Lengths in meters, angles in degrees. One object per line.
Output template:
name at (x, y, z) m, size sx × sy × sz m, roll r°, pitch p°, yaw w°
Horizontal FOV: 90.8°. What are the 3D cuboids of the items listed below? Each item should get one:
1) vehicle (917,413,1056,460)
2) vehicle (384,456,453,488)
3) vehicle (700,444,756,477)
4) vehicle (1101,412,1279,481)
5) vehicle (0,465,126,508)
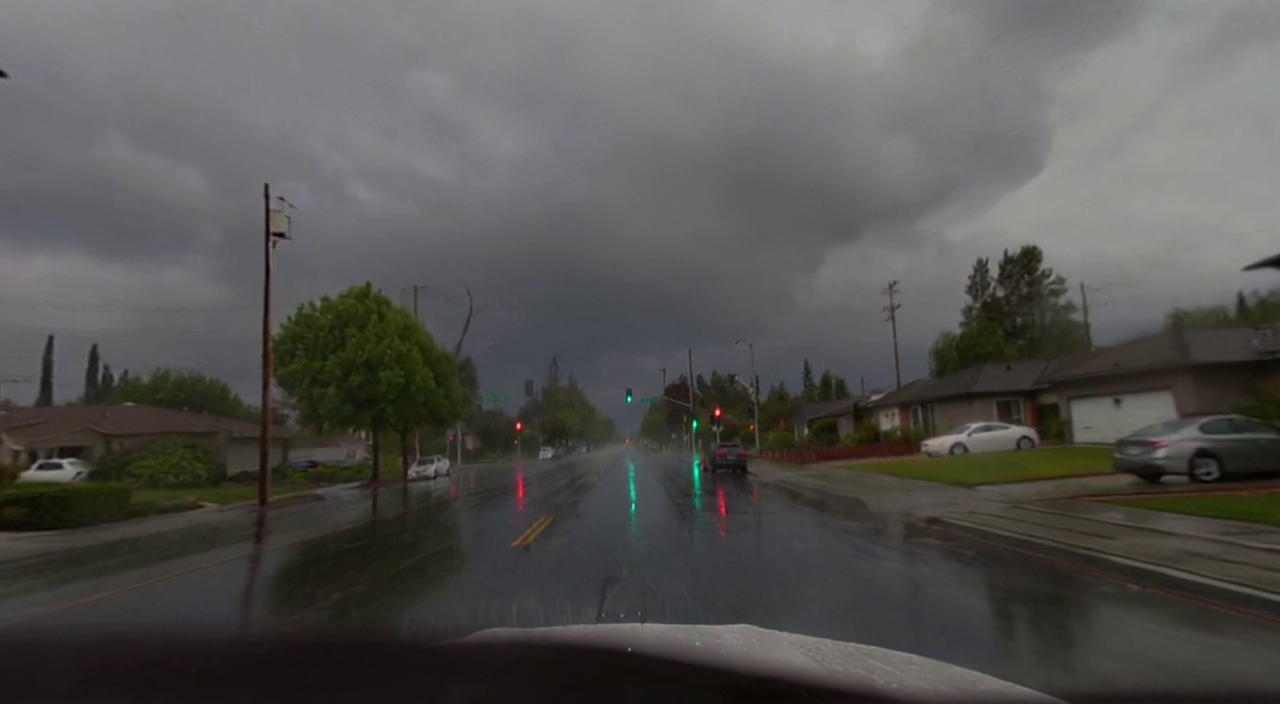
vehicle at (14.333, 3.533, 26.339) m, size 4.500 × 1.875 × 2.046 m, roll 0°, pitch -9°, yaw -1°
vehicle at (-11.829, 6.427, 34.063) m, size 2.029 × 1.550 × 4.562 m, roll 0°, pitch -9°, yaw 1°
vehicle at (4.228, 5.311, 31.135) m, size 1.963 × 1.477 × 4.804 m, roll 0°, pitch -9°, yaw -1°
vehicle at (13.450, 2.135, 14.302) m, size 4.564 × 1.437 × 1.796 m, roll 0°, pitch -9°, yaw 0°
vehicle at (-23.660, 5.442, 25.753) m, size 3.775 × 1.531 × 1.847 m, roll -1°, pitch -8°, yaw -1°
